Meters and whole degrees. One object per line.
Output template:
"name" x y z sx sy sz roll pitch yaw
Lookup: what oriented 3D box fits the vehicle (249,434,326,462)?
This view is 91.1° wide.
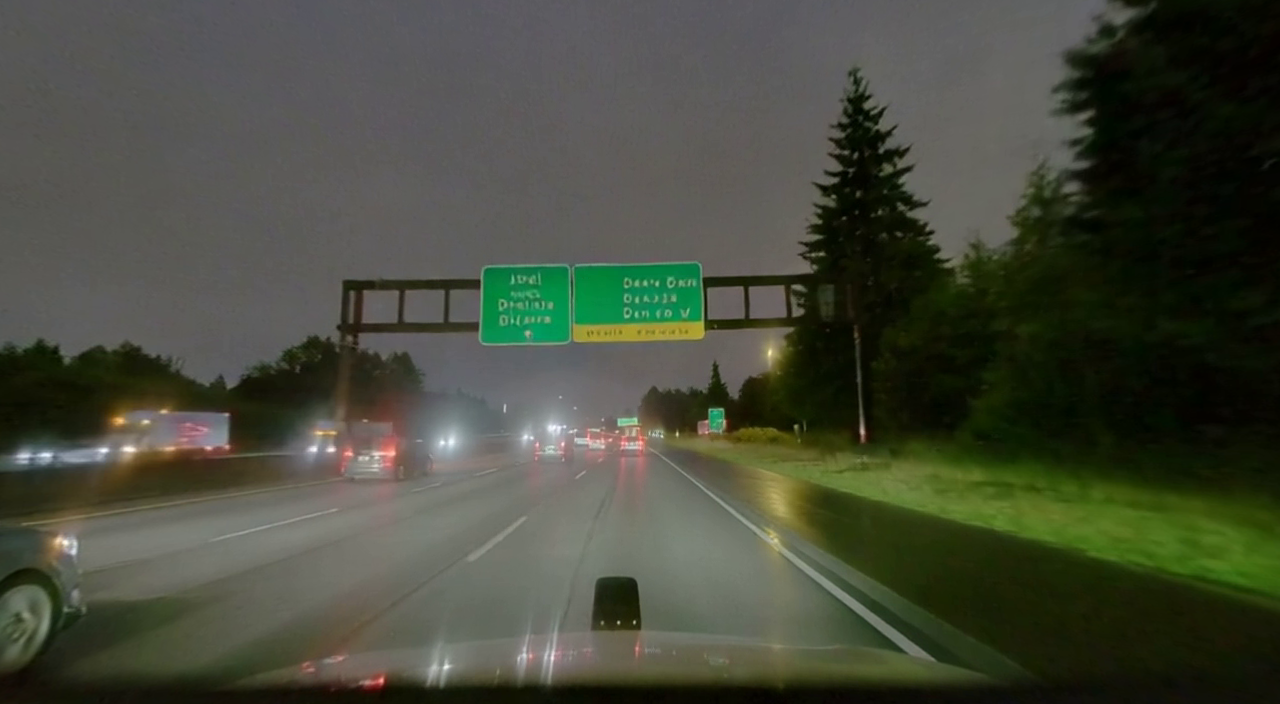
"vehicle" -20.249 5.526 36.342 1.847 1.499 4.499 0 -8 1

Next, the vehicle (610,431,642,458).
"vehicle" -0.867 5.912 40.353 2.002 1.611 3.778 0 -8 0

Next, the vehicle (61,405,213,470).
"vehicle" -24.784 4.266 31.460 2.450 2.899 6.156 0 -8 -1

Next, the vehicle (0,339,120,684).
"vehicle" -4.378 0.652 1.833 1.971 1.822 4.366 0 -8 -1

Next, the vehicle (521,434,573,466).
"vehicle" -4.440 4.713 30.548 1.909 1.445 4.087 0 -8 0

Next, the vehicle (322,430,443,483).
"vehicle" -8.335 3.393 20.929 1.953 1.524 4.863 0 -8 0
